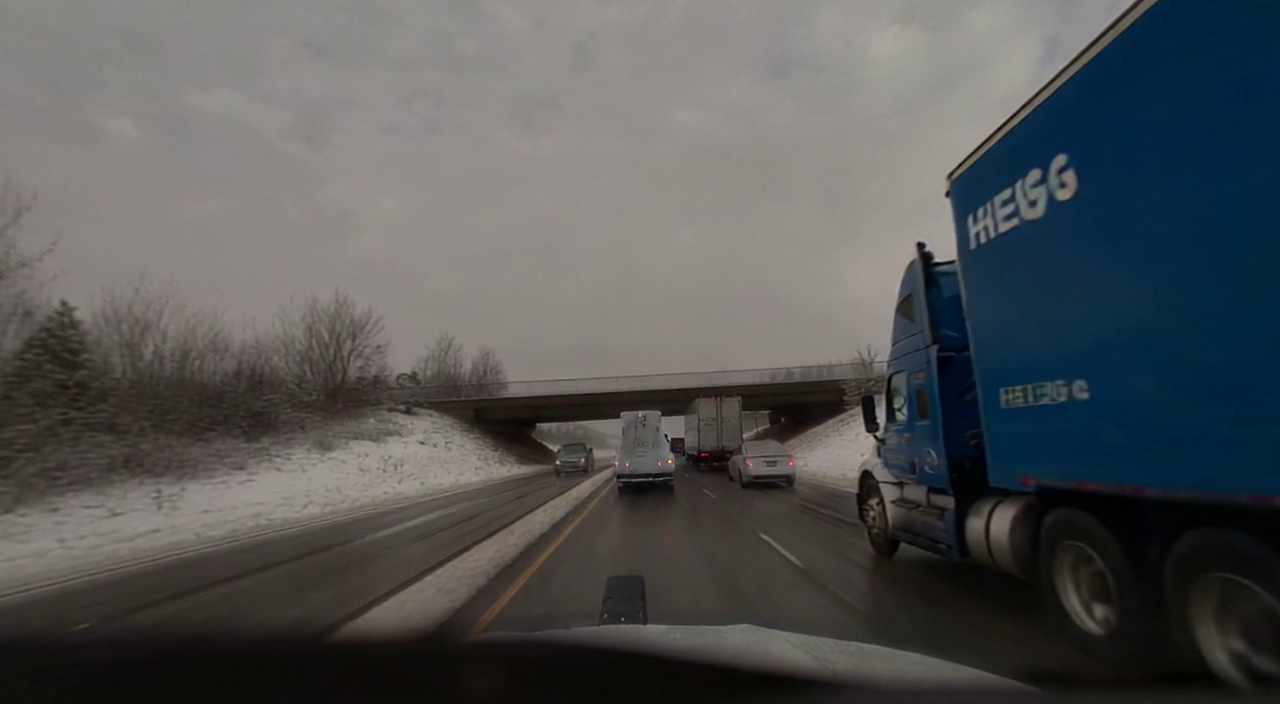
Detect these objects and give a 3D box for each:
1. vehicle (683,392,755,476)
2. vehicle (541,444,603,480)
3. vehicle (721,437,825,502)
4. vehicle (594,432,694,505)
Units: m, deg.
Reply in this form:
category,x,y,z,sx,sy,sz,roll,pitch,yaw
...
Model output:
category,x,y,z,sx,sy,sz,roll,pitch,yaw
vehicle,4.002,4.440,33.588,2.948,3.974,6.480,-1,-9,0
vehicle,-2.984,4.945,28.580,2.091,1.489,4.397,-1,-9,3
vehicle,3.448,3.141,17.190,1.972,1.505,3.946,-1,-9,0
vehicle,0.144,2.964,16.401,2.256,1.615,4.114,-1,-9,2
